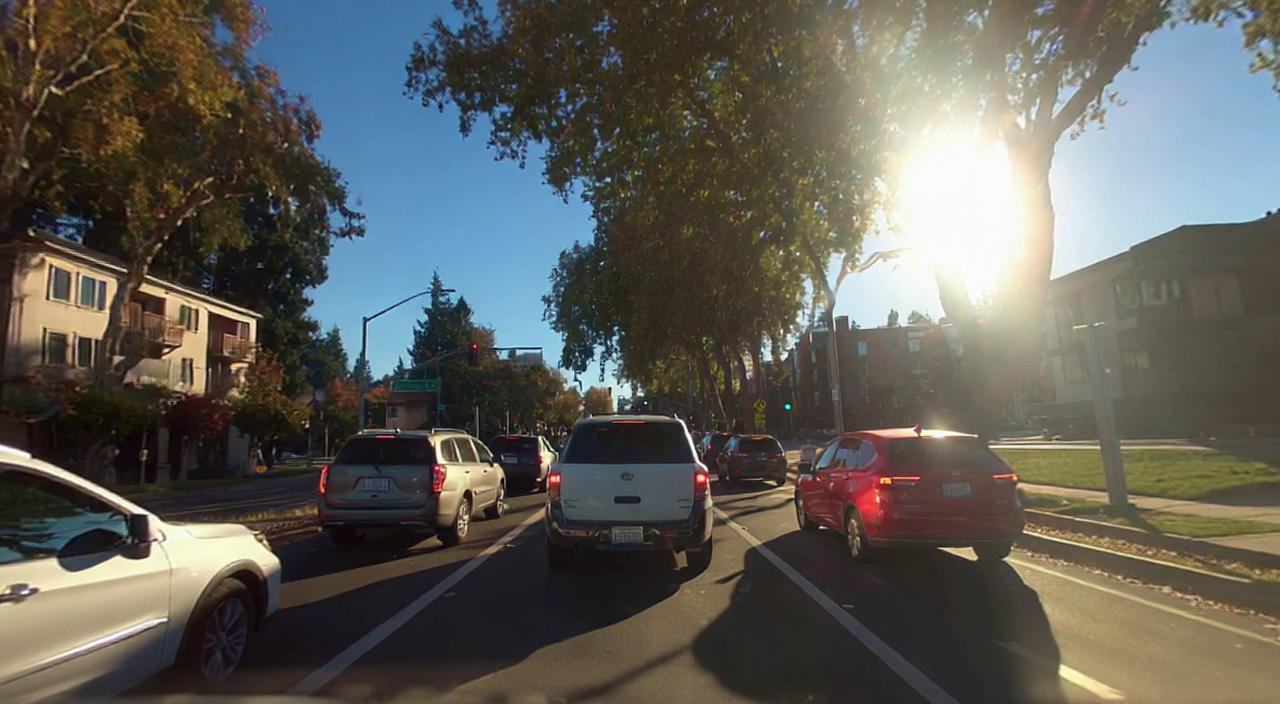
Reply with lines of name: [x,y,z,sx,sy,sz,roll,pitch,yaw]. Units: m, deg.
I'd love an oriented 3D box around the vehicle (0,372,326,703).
vehicle: [-3.774,0.998,3.322,1.929,1.641,4.193,0,-8,2]

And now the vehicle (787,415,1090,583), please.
vehicle: [3.273,1.672,7.877,1.922,1.579,3.642,0,-8,-1]

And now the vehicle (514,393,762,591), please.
vehicle: [0.004,1.539,7.689,2.193,1.744,4.033,0,-8,1]

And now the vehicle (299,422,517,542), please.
vehicle: [-3.644,2.120,10.941,2.042,1.641,4.314,0,-8,1]
